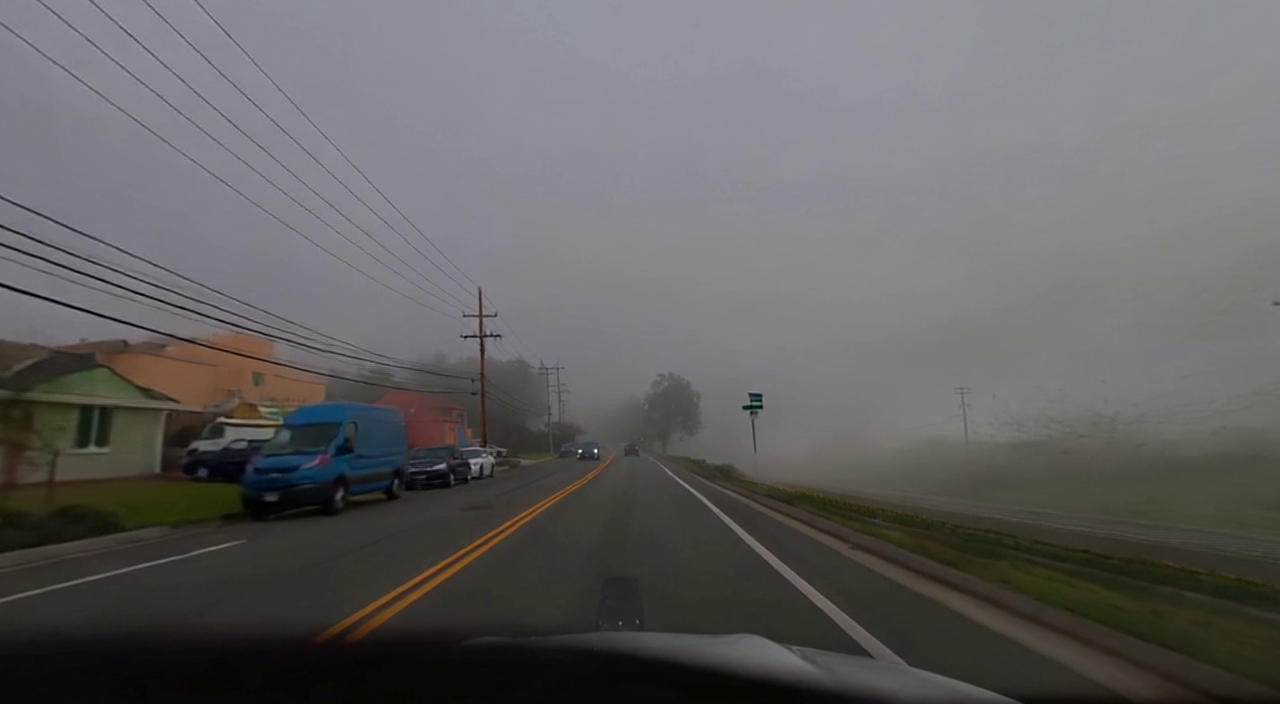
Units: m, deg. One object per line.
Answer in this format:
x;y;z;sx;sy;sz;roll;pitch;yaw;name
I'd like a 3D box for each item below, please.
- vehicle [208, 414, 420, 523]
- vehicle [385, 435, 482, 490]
-7.447;2.710;15.351;2.335;2.136;5.328;0;-8;-1;vehicle
-7.290;3.977;22.854;1.920;1.681;4.490;3;-9;0;vehicle
